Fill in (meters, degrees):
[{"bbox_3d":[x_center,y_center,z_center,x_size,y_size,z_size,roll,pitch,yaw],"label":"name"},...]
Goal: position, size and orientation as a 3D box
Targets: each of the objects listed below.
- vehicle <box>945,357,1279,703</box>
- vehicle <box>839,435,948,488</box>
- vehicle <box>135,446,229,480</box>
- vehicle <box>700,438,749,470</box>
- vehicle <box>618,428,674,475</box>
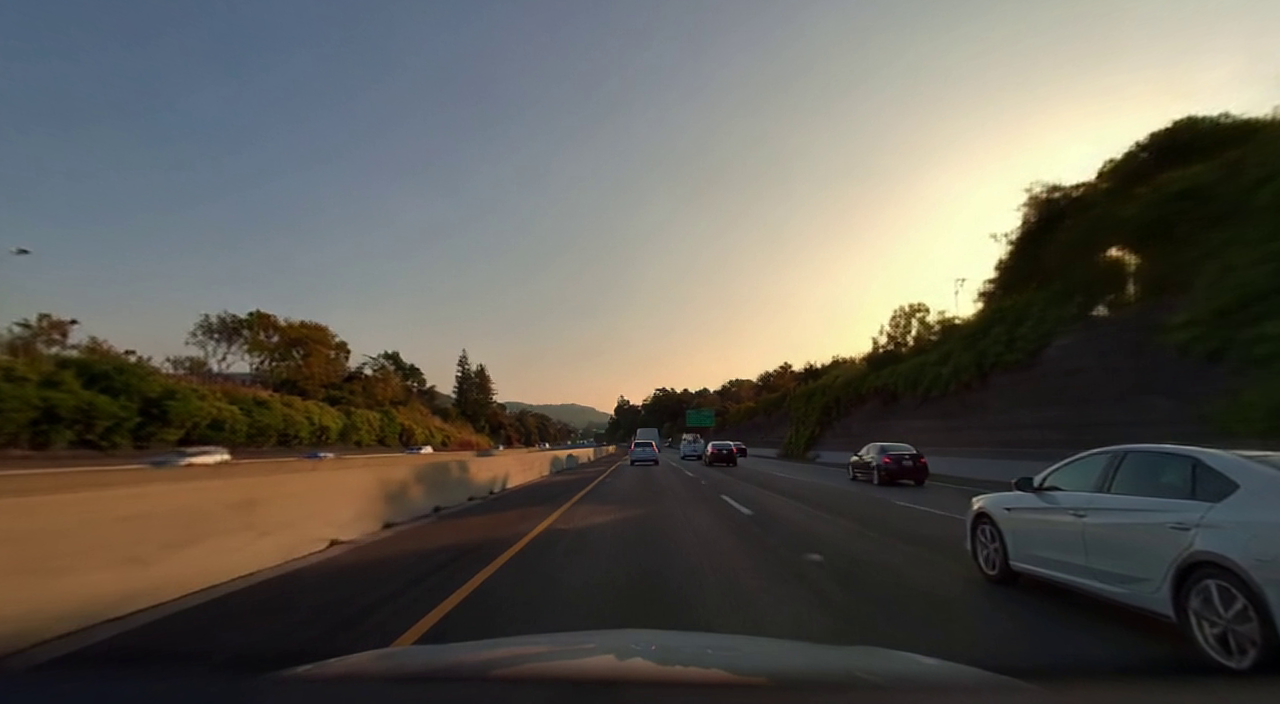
[{"bbox_3d":[3.723,0.953,3.361,2.003,1.661,4.418,-1,-8,1],"label":"vehicle"},{"bbox_3d":[8.089,3.509,20.598,1.810,1.516,4.183,0,-8,0],"label":"vehicle"},{"bbox_3d":[-27.143,6.552,37.597,1.997,1.808,4.776,-1,-8,0],"label":"vehicle"},{"bbox_3d":[4.210,5.156,32.013,1.825,1.487,4.034,0,-8,-1],"label":"vehicle"},{"bbox_3d":[0.222,4.260,27.156,2.189,1.852,4.038,0,-8,0],"label":"vehicle"}]
